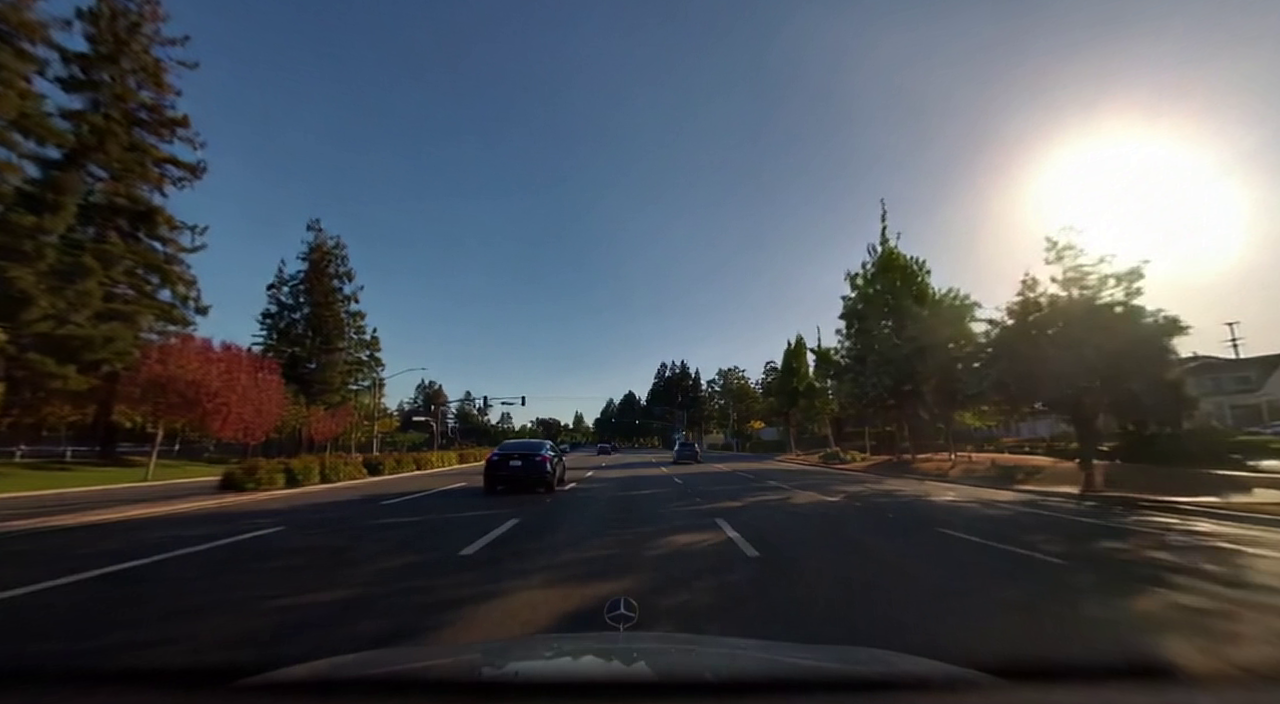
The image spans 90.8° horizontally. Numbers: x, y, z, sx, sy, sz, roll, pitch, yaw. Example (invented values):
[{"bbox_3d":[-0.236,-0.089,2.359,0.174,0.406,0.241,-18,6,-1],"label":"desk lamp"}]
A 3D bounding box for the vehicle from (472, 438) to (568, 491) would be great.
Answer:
[{"bbox_3d":[-3.627,3.478,19.923,2.112,1.471,4.212,0,-8,1],"label":"vehicle"}]

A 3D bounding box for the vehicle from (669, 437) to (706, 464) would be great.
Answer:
[{"bbox_3d":[3.064,6.479,41.585,2.072,1.696,4.177,0,-8,-1],"label":"vehicle"}]
